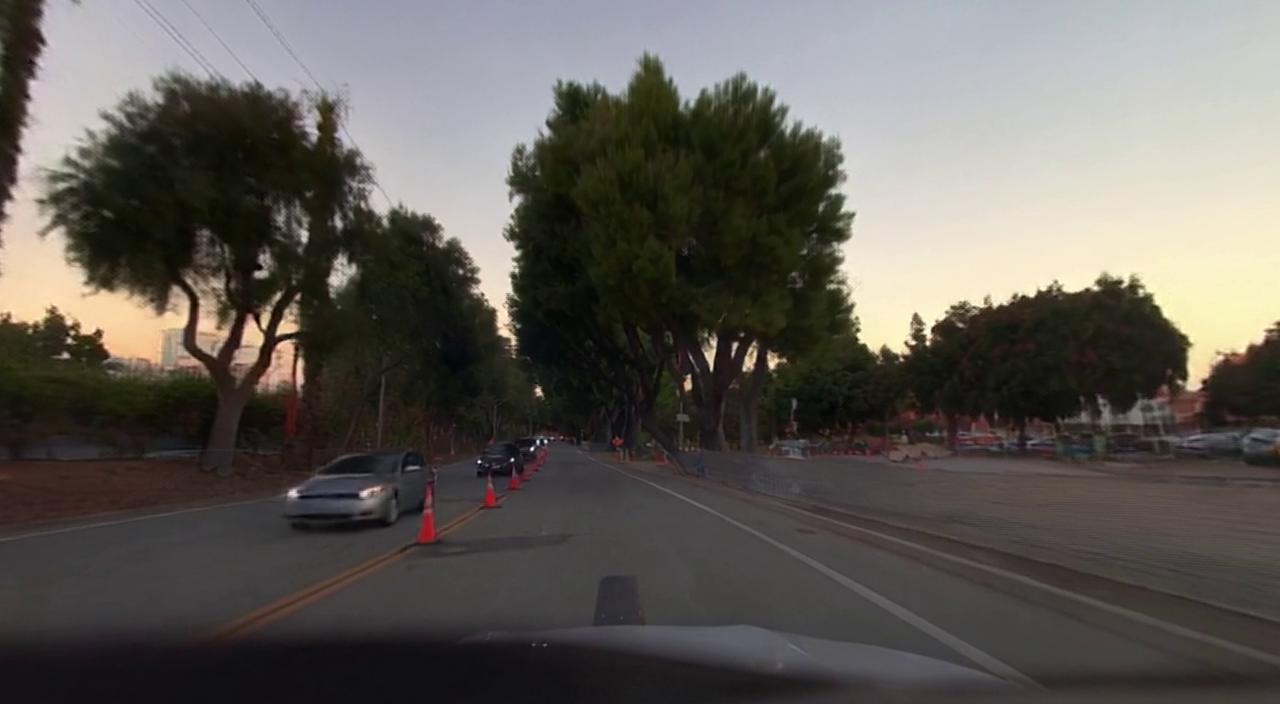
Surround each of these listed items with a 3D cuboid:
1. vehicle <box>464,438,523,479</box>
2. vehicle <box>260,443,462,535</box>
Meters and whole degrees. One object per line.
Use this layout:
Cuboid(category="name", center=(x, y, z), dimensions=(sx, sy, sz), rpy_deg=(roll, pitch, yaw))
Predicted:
Cuboid(category="vehicle", center=(-6.395, 4.675, 28.050), dimensions=(2.001, 1.642, 3.942), rpy_deg=(0, -8, -5))
Cuboid(category="vehicle", center=(-4.981, 2.465, 12.064), dimensions=(1.975, 1.415, 4.194), rpy_deg=(0, -8, -1))
